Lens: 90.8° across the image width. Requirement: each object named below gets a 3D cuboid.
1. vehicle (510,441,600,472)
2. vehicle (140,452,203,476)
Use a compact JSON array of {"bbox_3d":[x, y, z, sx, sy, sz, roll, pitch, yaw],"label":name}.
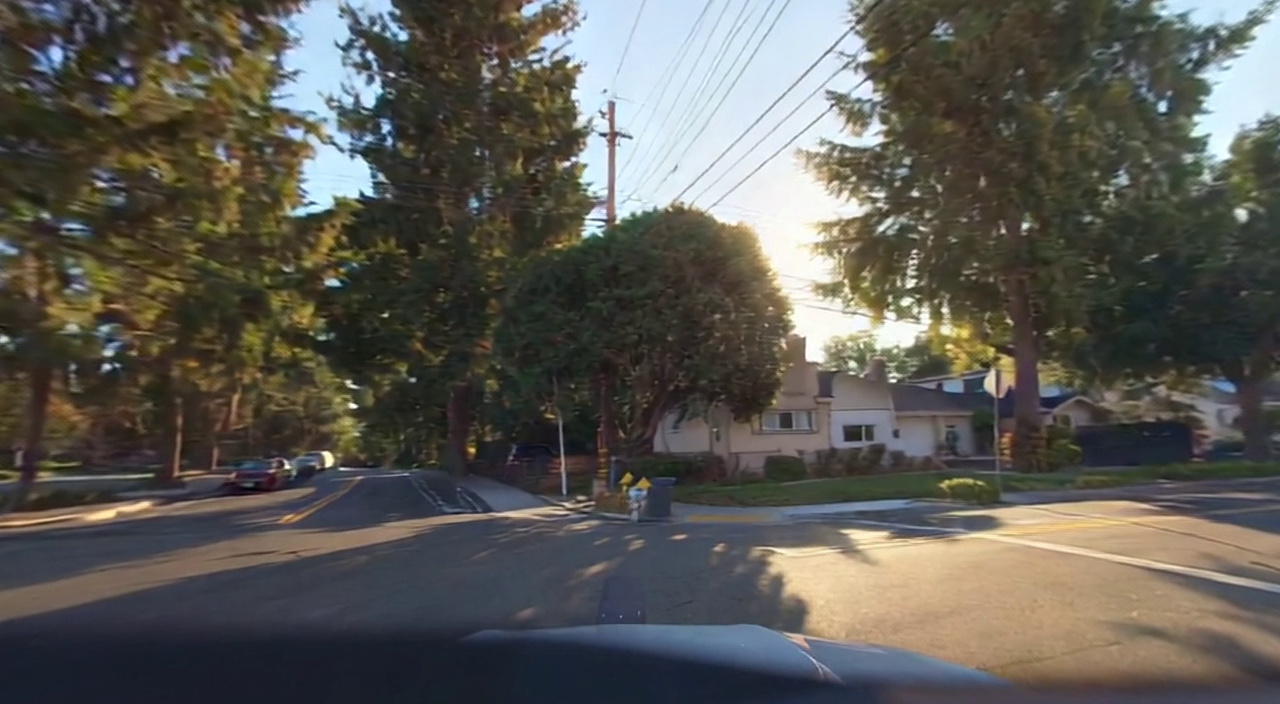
[{"bbox_3d":[-4.879,5.989,36.329,4.784,1.647,1.947,4,-9,-22],"label":"vehicle"},{"bbox_3d":[-36.610,8.752,49.472,2.010,1.689,4.461,1,-8,-9],"label":"vehicle"}]
